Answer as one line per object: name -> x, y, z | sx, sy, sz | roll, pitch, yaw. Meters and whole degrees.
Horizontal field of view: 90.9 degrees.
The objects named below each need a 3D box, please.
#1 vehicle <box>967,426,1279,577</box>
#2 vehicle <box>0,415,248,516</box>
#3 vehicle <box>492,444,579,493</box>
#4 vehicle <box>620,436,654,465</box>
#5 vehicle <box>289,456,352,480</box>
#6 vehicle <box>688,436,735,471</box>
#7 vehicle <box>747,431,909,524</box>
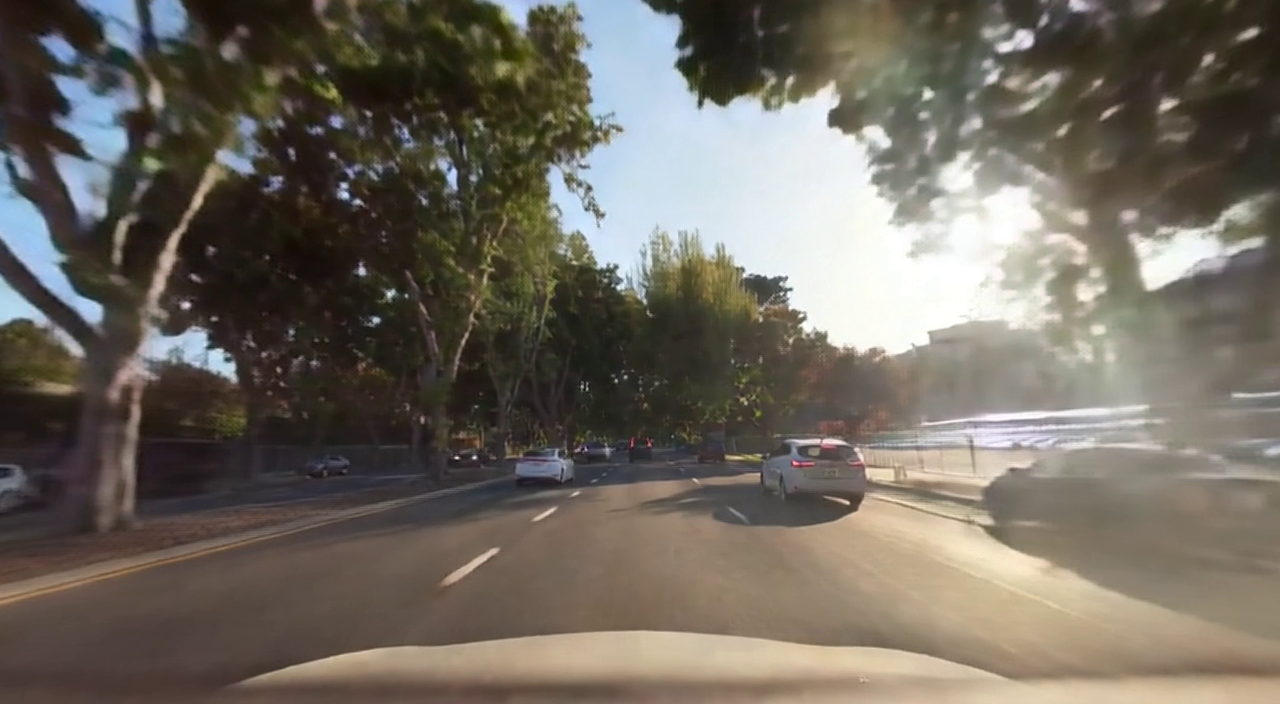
vehicle -> 6.676, 1.850, 8.695 | 1.909, 1.512, 4.480 | 0, -8, 0
vehicle -> -23.044, 4.999, 29.211 | 2.833, 3.735, 11.042 | 0, -8, -1
vehicle -> -3.149, 3.577, 19.830 | 2.013, 1.354, 3.908 | 0, -8, 1
vehicle -> -0.224, 6.830, 43.848 | 2.247, 1.882, 4.603 | 1, -8, -1
vehicle -> -22.620, 8.230, 44.843 | 1.908, 1.483, 4.835 | 0, -8, 0
vehicle -> 3.756, 5.425, 33.829 | 1.980, 1.709, 4.367 | 1, -8, -1
vehicle -> 3.473, 2.384, 12.578 | 1.919, 1.502, 4.232 | 0, -8, 0
